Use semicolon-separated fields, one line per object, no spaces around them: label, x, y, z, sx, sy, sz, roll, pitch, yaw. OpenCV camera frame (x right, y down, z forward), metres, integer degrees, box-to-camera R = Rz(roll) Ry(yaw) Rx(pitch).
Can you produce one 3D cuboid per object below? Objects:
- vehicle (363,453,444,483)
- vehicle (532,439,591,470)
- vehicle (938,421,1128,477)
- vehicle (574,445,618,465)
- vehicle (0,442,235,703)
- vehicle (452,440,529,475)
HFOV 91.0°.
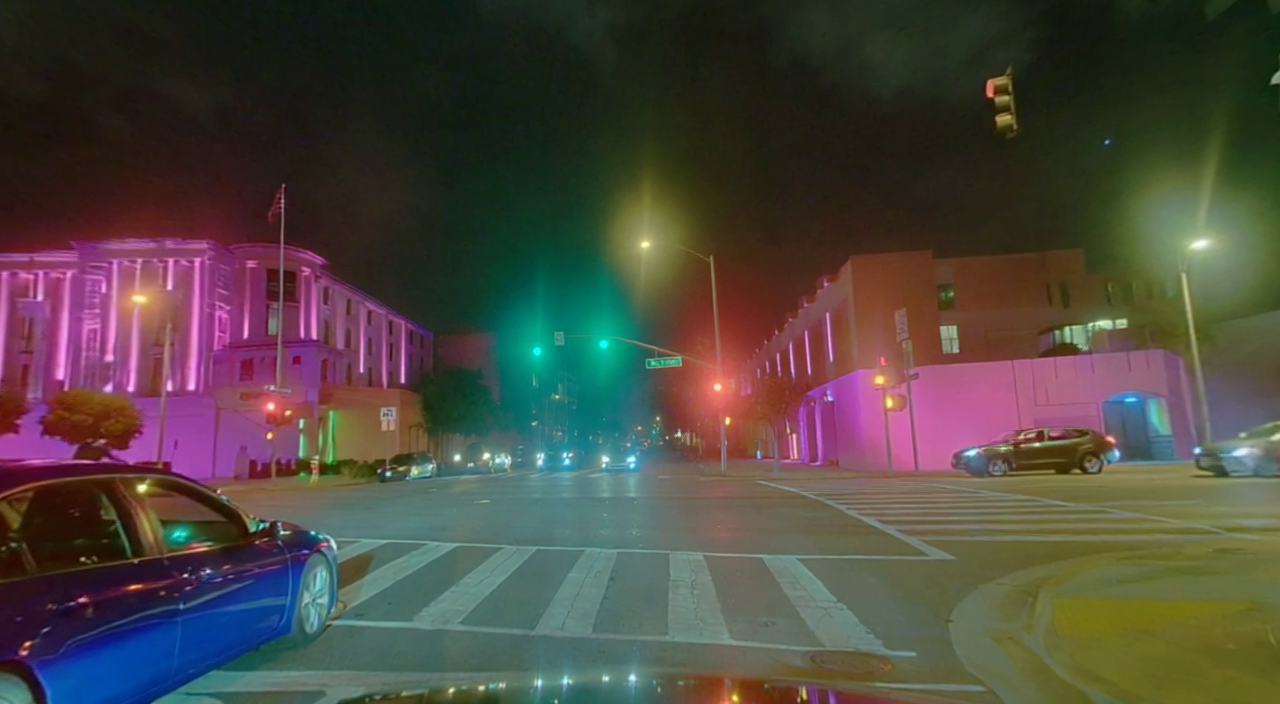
vehicle;-12.592;6.167;33.852;1.976;1.425;4.567;-1;-9;9
vehicle;-4.508;5.979;36.858;1.928;1.647;4.575;-2;-9;13
vehicle;11.566;2.892;18.801;4.355;1.546;1.820;-1;-9;6
vehicle;-3.023;7.190;44.129;1.743;1.362;4.350;-2;-9;14
vehicle;-3.693;0.970;2.153;1.759;1.325;4.295;0;-9;0
vehicle;-8.405;5.980;36.032;2.152;1.825;5.406;-2;-9;12
